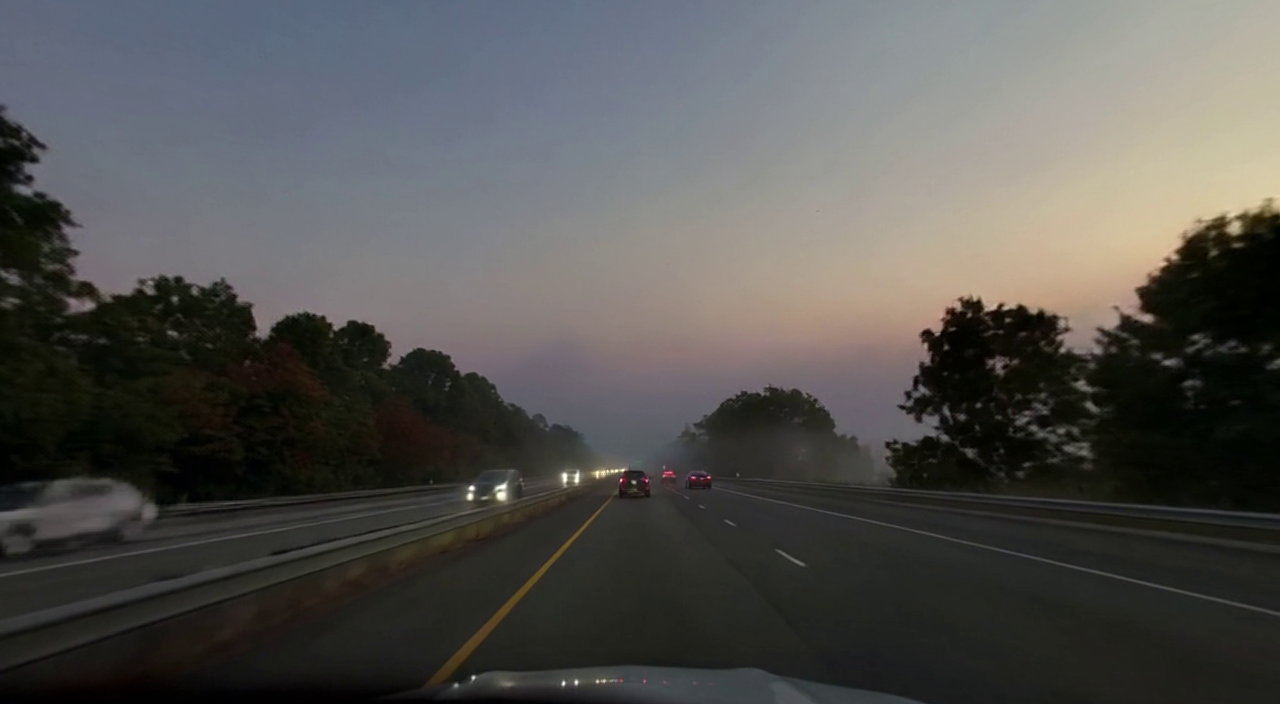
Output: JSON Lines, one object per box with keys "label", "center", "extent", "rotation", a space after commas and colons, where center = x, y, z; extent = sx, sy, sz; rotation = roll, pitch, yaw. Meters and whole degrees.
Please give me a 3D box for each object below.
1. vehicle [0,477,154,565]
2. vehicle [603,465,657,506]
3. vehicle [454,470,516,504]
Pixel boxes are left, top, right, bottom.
{"label": "vehicle", "center": [-12.223, 3.239, 12.369], "extent": [1.909, 1.445, 4.225], "rotation": [1, -10, 1]}
{"label": "vehicle", "center": [-0.391, 5.417, 25.827], "extent": [2.060, 1.473, 3.726], "rotation": [1, -10, 0]}
{"label": "vehicle", "center": [-7.581, 6.612, 31.219], "extent": [1.872, 1.487, 4.411], "rotation": [0, -10, 1]}
